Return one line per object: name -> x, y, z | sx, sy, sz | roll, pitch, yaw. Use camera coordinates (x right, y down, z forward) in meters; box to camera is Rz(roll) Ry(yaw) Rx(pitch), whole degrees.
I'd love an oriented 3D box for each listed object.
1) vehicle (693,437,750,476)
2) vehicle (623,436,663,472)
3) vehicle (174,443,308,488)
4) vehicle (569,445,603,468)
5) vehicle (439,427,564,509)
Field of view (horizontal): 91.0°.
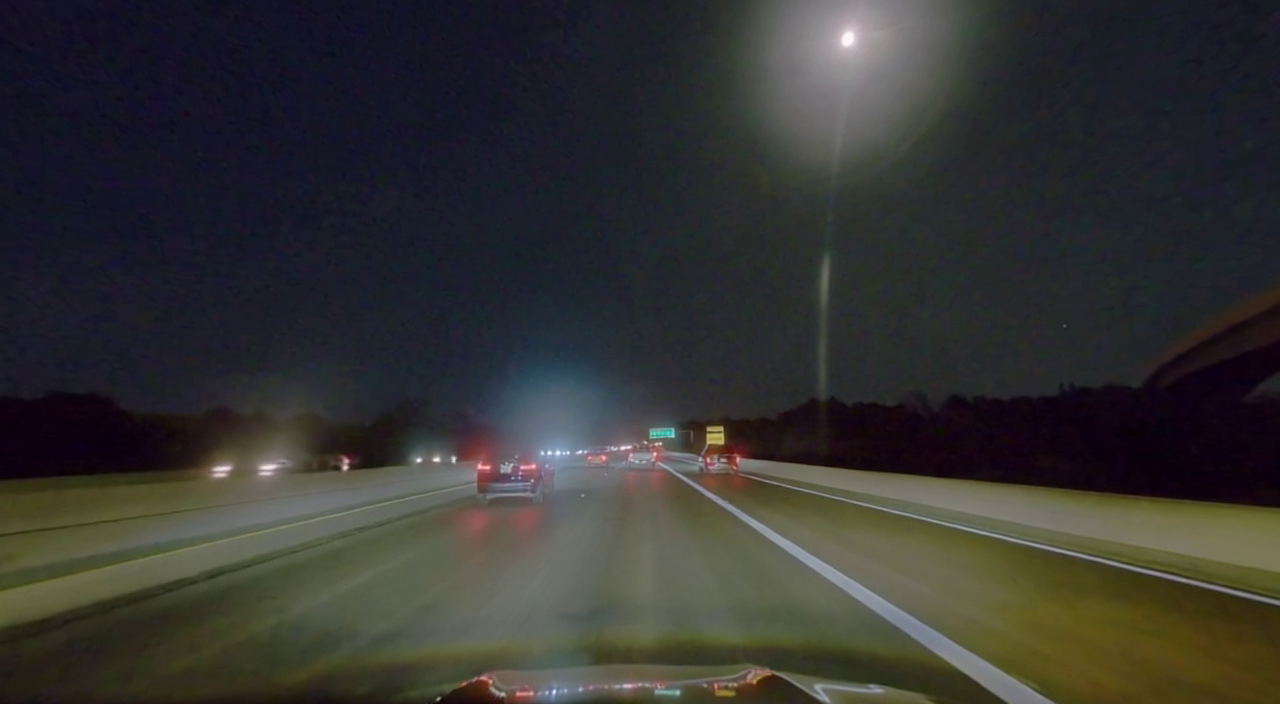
vehicle -> 4.025, 5.285, 32.017 | 2.231, 1.807, 4.588 | 0, -9, -1
vehicle -> 0.144, 5.847, 36.333 | 2.155, 1.909, 4.529 | 0, -9, 0
vehicle -> -17.998, 5.119, 28.872 | 2.219, 1.821, 5.675 | 0, -9, 2
vehicle -> -3.707, 7.236, 43.846 | 1.994, 1.475, 4.171 | 0, -9, 0
vehicle -> -3.264, 2.857, 15.905 | 2.089, 1.751, 4.515 | 0, -9, 1
